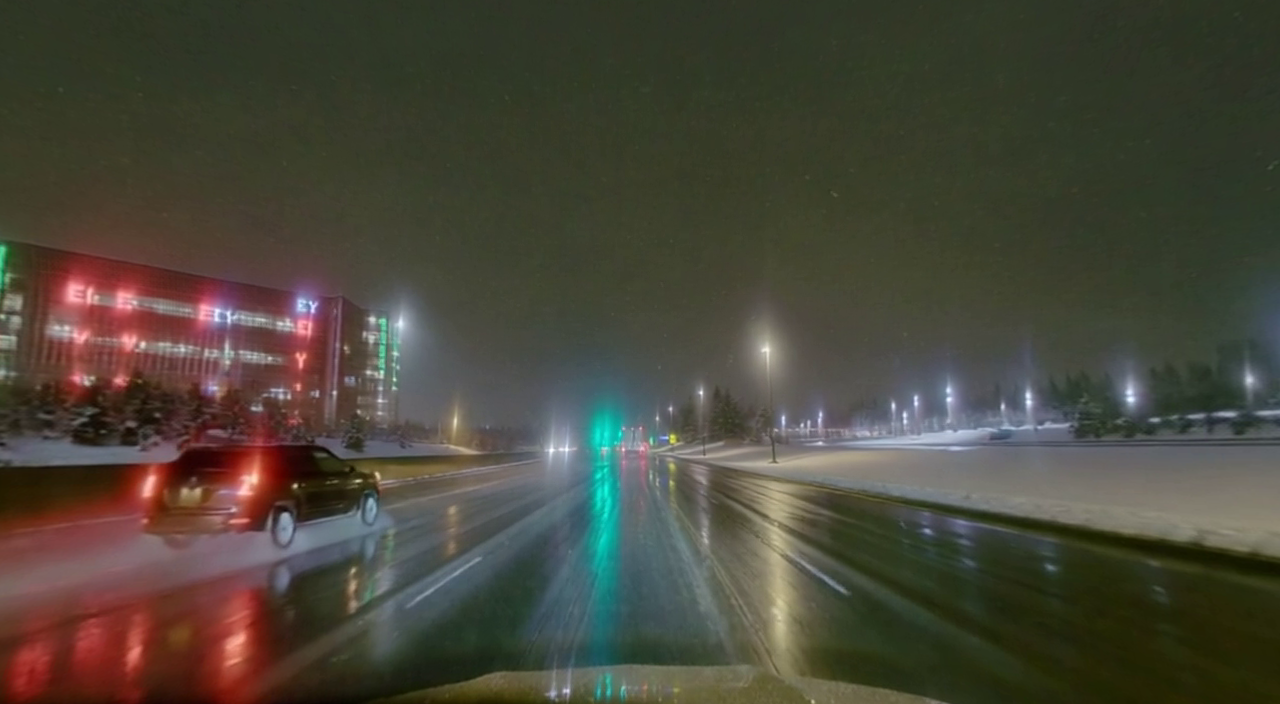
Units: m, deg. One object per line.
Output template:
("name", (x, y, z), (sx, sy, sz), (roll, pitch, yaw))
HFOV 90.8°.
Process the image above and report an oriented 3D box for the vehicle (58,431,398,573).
("vehicle", (-5.262, 1.943, 8.962), (1.943, 1.510, 4.201), (0, -9, 1))
